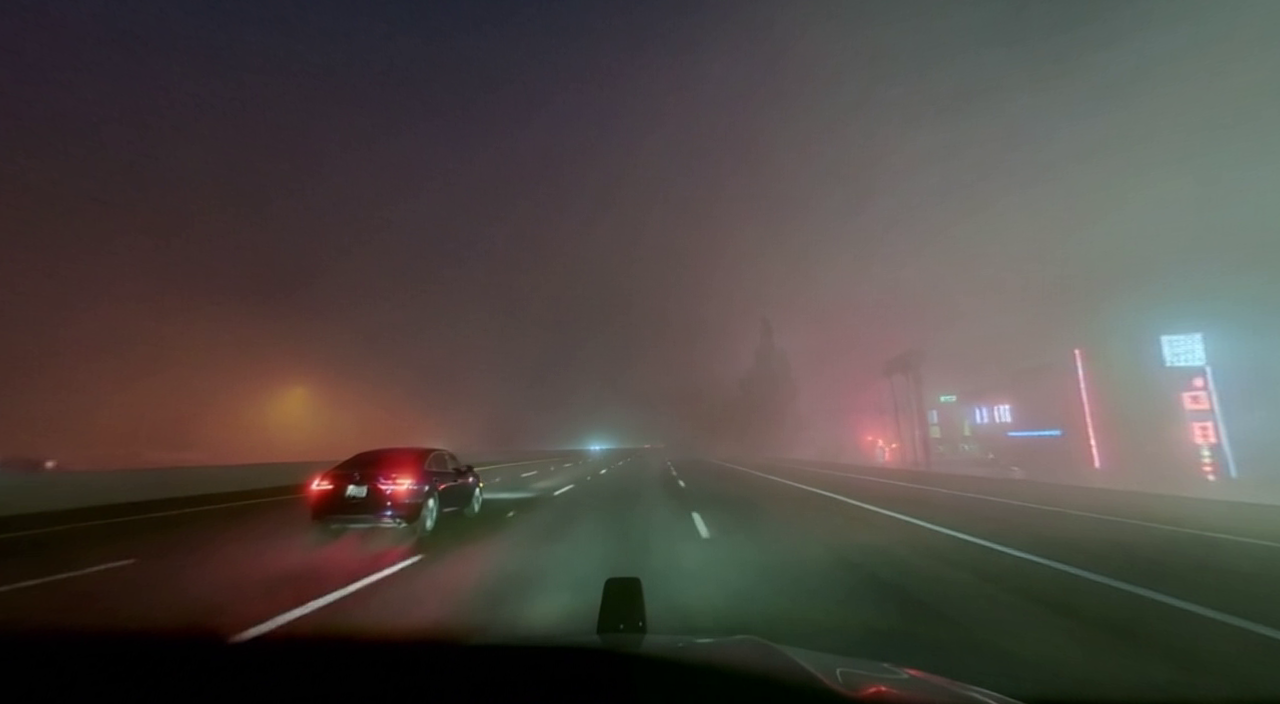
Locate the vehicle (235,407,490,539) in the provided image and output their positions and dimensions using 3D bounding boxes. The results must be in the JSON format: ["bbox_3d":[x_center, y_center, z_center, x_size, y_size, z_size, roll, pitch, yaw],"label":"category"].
[{"bbox_3d":[-4.395,2.020,11.109,2.145,1.793,4.762,-1,-8,3],"label":"vehicle"}]
